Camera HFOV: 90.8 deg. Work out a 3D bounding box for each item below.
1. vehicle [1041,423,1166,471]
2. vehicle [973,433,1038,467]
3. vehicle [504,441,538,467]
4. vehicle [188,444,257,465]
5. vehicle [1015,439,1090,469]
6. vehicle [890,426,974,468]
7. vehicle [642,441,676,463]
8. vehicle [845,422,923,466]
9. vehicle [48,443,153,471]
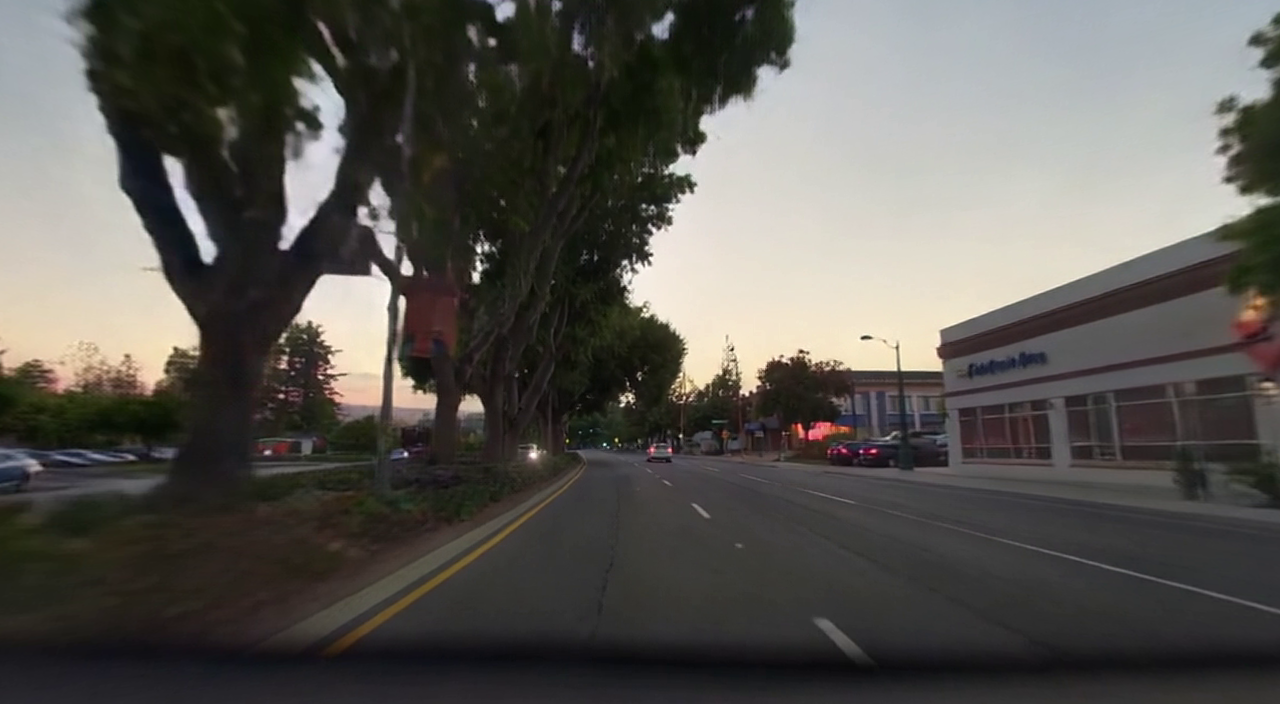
[{"bbox_3d":[28.529,5.910,39.347,2.248,2.714,6.788,1,-8,-4],"label":"vehicle"},{"bbox_3d":[22.417,6.046,39.043,2.747,1.912,6.426,-4,-9,25],"label":"vehicle"},{"bbox_3d":[-8.604,7.292,45.457,2.180,1.556,5.130,2,-7,-11],"label":"vehicle"},{"bbox_3d":[-32.083,7.906,48.624,3.952,1.462,1.857,2,-6,-8],"label":"vehicle"},{"bbox_3d":[25.422,6.269,39.097,1.917,1.720,4.071,0,-8,1],"label":"vehicle"},{"bbox_3d":[18.009,5.828,38.824,2.727,2.396,5.918,-9,-12,43],"label":"vehicle"},{"bbox_3d":[1.315,7.171,45.284,1.913,1.473,4.360,0,-9,-5],"label":"vehicle"},{"bbox_3d":[15.848,5.952,40.804,5.908,2.641,2.303,8,-12,-44],"label":"vehicle"},{"bbox_3d":[-31.892,6.196,37.477,4.240,1.576,2.038,0,-9,-4],"label":"vehicle"}]
